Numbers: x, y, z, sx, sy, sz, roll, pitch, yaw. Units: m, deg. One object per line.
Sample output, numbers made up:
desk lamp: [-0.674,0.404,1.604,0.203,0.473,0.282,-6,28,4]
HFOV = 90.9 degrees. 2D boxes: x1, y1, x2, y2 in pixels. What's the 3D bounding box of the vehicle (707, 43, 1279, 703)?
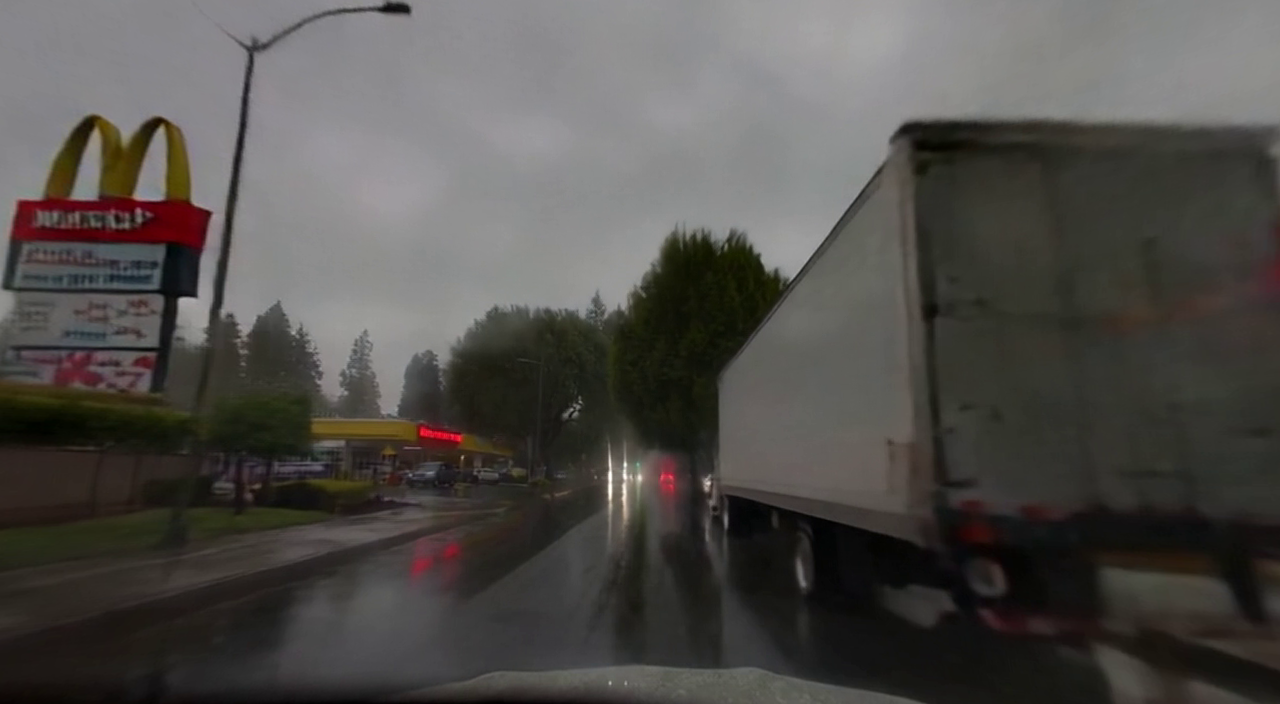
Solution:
vehicle: [3.415,1.377,10.432,2.990,4.098,13.928,1,-11,0]
